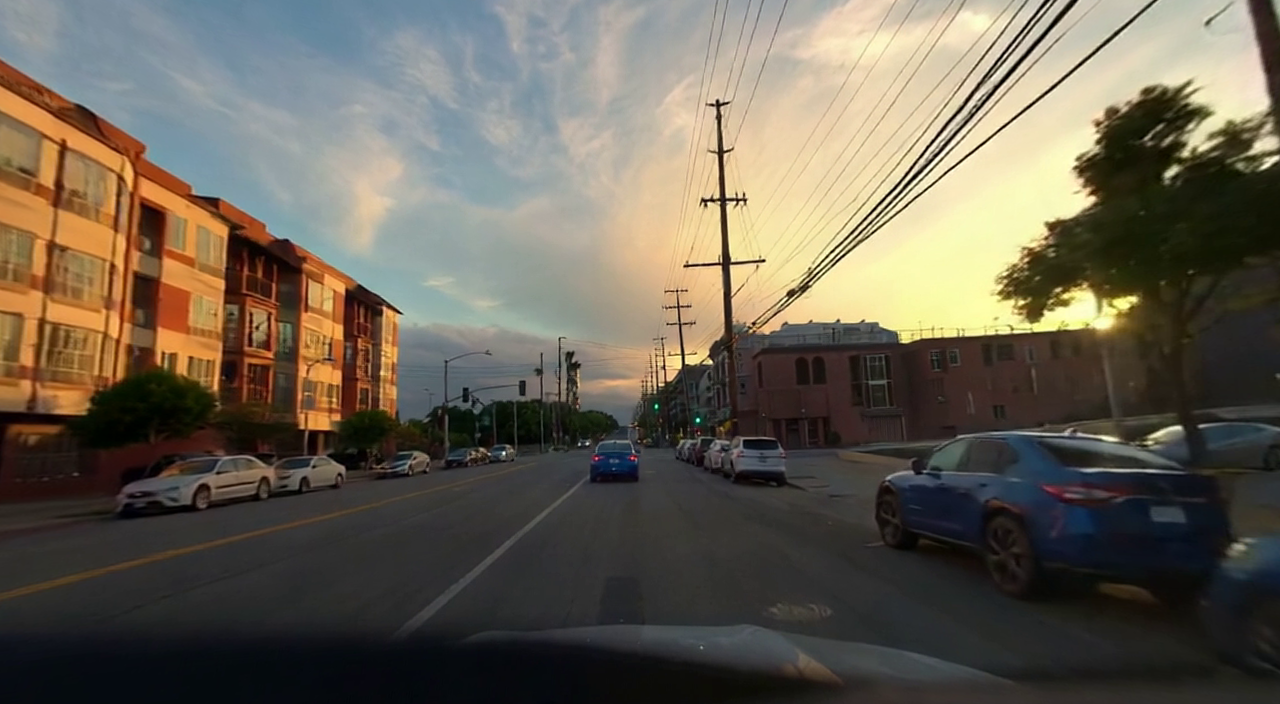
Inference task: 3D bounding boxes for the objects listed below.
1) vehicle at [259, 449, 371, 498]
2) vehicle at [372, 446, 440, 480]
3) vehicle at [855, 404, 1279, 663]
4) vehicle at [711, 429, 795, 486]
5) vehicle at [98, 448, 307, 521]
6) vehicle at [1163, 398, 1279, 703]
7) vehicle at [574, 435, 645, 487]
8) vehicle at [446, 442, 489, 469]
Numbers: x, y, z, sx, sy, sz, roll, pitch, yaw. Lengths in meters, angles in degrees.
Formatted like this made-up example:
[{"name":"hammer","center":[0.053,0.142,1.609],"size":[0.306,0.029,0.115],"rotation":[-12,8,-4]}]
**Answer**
[{"name":"vehicle","center":[-12.025,4.478,23.801],"size":[1.850,1.487,4.711],"rotation":[-3,-8,-1]},{"name":"vehicle","center":[-12.057,5.715,32.830],"size":[1.868,1.491,4.367],"rotation":[-4,-8,1]},{"name":"vehicle","center":[4.064,1.485,6.400],"size":[1.938,1.570,4.872],"rotation":[1,-8,-2]},{"name":"vehicle","center":[3.705,3.533,21.476],"size":[1.967,1.721,4.410],"rotation":[0,-8,-1]},{"name":"vehicle","center":[-11.993,3.616,17.969],"size":[2.242,1.534,5.414],"rotation":[-4,-8,-2]},{"name":"vehicle","center":[3.970,0.783,1.374],"size":[1.941,1.575,4.315],"rotation":[0,-8,0]},{"name":"vehicle","center":[-0.869,3.417,20.264],"size":[2.019,1.453,4.603],"rotation":[0,-8,0]},{"name":"vehicle","center":[-12.147,7.301,44.753],"size":[2.011,1.687,4.079],"rotation":[-2,-8,-2]}]
